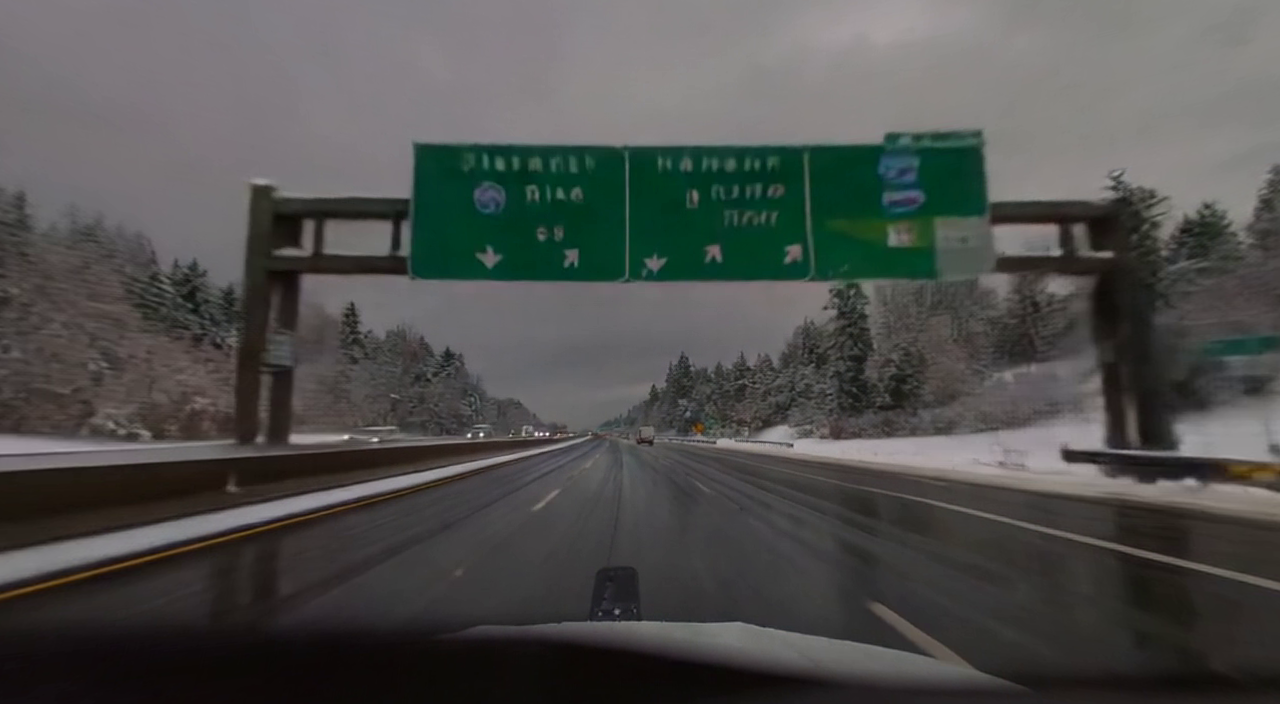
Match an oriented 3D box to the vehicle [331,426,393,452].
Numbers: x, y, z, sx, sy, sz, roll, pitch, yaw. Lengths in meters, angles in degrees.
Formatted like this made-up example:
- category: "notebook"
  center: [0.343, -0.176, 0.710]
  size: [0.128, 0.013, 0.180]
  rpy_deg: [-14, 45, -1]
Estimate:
- category: "vehicle"
  center: [-16.734, 5.280, 38.180]
  size: [1.925, 1.439, 4.123]
  rpy_deg: [0, -8, -1]
